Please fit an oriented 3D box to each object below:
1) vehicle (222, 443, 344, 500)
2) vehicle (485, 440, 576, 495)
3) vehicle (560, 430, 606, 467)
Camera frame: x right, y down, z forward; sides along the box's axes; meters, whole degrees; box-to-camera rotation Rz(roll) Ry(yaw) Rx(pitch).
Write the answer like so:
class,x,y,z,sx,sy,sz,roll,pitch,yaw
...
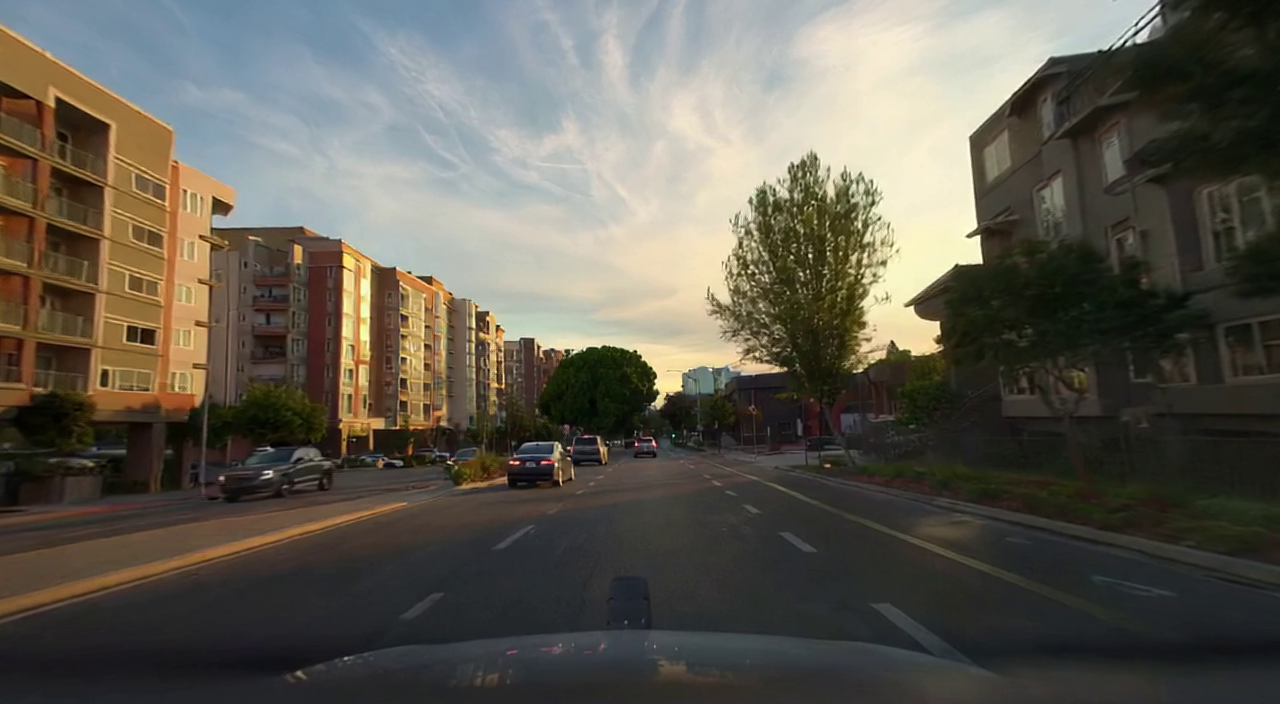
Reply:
class,x,y,z,sx,sy,sz,roll,pitch,yaw
vehicle,-12.822,4.274,23.081,2.017,1.804,4.712,0,-9,-5
vehicle,-3.066,3.322,18.548,1.959,1.406,4.272,0,-9,0
vehicle,-3.217,5.575,36.537,2.152,1.987,4.527,0,-9,1
